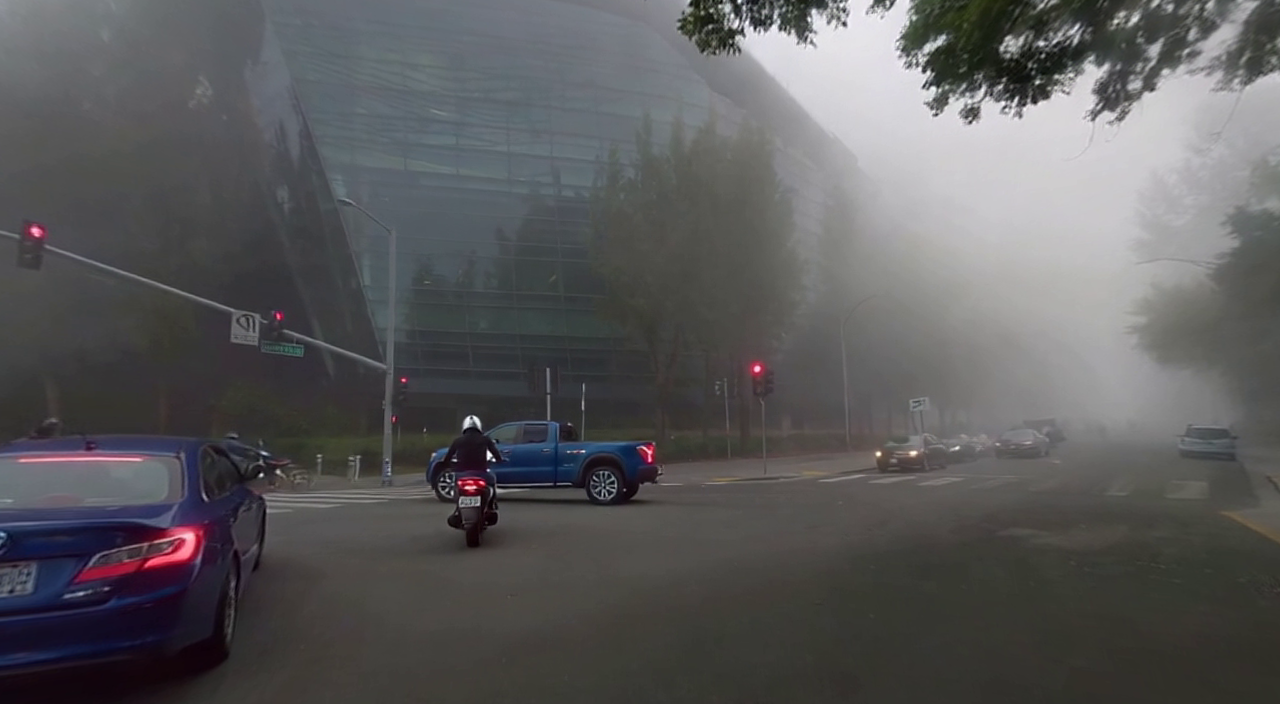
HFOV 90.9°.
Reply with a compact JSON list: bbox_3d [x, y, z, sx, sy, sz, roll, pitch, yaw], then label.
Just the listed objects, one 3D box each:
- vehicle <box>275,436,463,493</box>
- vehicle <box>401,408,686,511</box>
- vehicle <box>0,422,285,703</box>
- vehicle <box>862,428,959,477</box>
[{"bbox_3d":[-7.465,3.119,17.671,4.401,1.480,1.864,-1,-8,2],"label":"vehicle"},{"bbox_3d":[-2.132,2.346,14.196,5.833,1.960,2.341,2,-9,-16],"label":"vehicle"},{"bbox_3d":[-4.114,1.315,4.689,2.009,1.450,4.182,6,-10,-35],"label":"vehicle"},{"bbox_3d":[10.250,3.732,23.697,2.084,1.656,4.583,-7,-10,38],"label":"vehicle"}]
